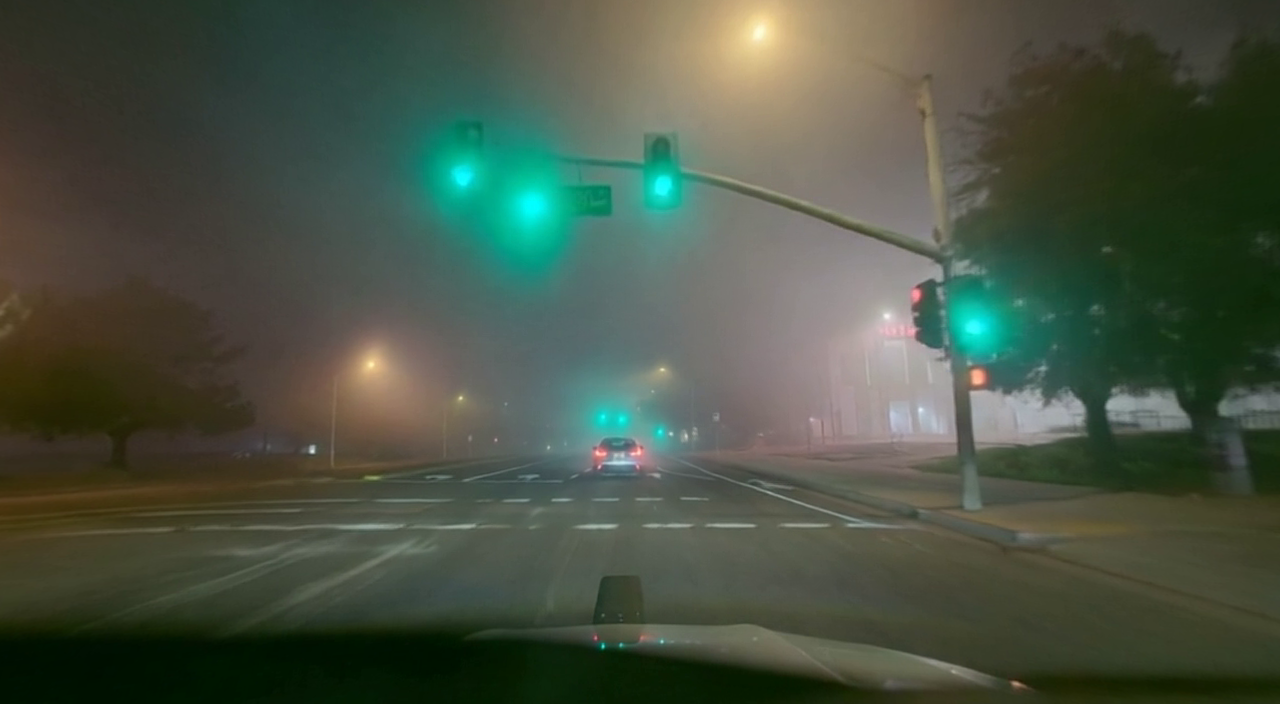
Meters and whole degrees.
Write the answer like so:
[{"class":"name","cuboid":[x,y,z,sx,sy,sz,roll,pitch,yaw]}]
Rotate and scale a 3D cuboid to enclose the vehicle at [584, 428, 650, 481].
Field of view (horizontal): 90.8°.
[{"class":"vehicle","cuboid":[-0.793,3.662,22.760,2.130,1.711,4.038,0,-9,-1]}]
